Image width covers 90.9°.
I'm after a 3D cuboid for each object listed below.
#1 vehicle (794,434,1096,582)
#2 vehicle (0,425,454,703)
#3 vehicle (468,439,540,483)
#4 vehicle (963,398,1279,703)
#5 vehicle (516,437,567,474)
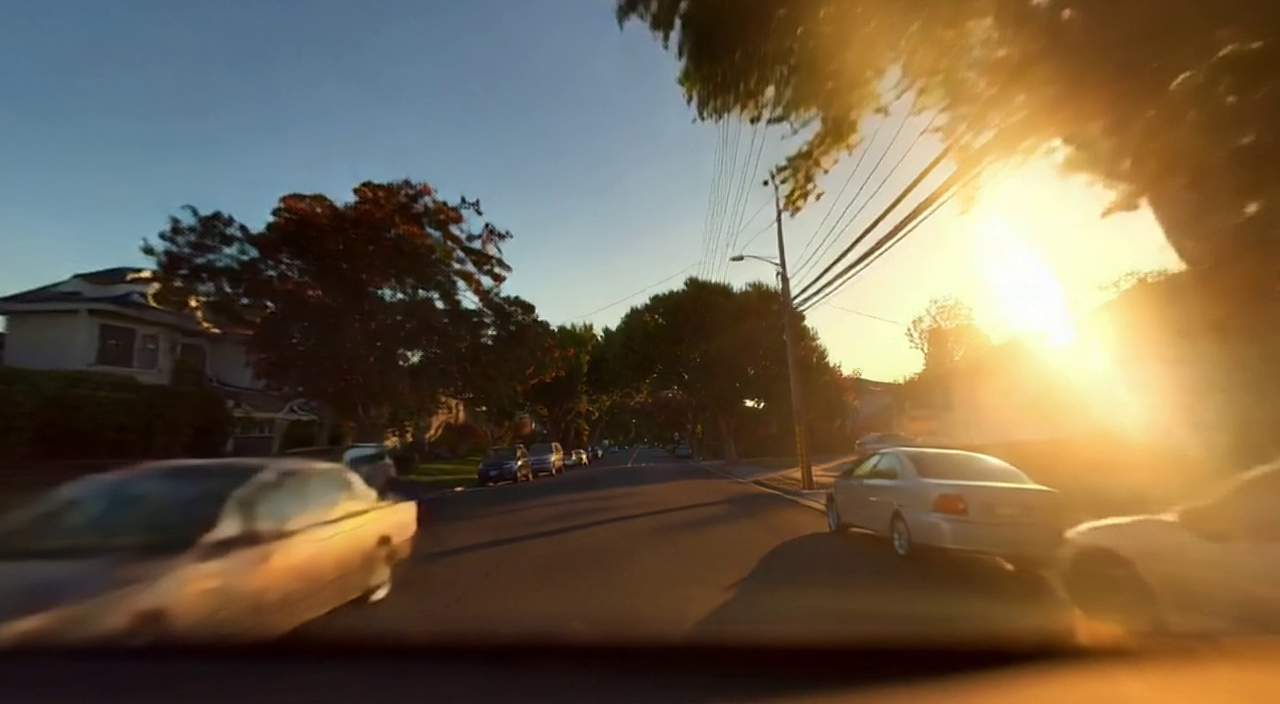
[{"bbox_3d":[3.661,1.915,8.772,1.909,1.462,4.740,0,-8,1],"label":"vehicle"},{"bbox_3d":[-3.356,1.385,5.116,2.079,1.441,4.541,-1,-8,3],"label":"vehicle"},{"bbox_3d":[-6.102,4.931,29.000,2.120,1.799,5.370,-1,-8,0],"label":"vehicle"},{"bbox_3d":[3.342,0.912,2.258,2.014,1.482,4.599,0,-8,1],"label":"vehicle"},{"bbox_3d":[-5.872,6.209,38.245,2.144,1.955,6.159,0,-7,0],"label":"vehicle"}]
